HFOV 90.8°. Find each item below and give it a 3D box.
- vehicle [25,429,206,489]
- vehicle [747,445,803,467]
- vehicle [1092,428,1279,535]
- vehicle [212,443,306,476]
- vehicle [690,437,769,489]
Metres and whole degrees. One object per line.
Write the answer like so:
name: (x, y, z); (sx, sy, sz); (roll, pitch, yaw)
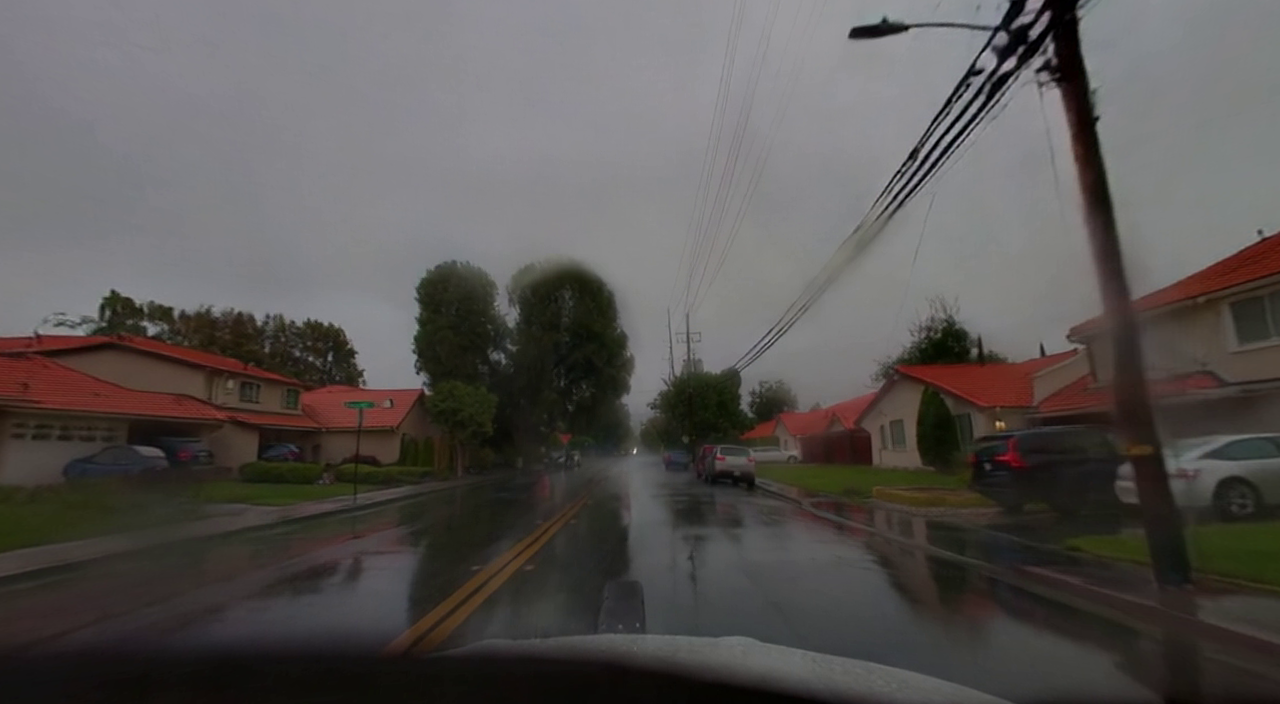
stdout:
vehicle: (-18.080, 3.720, 22.233); (2.034, 1.829, 5.161); (0, -9, -2)
vehicle: (10.155, 7.871, 47.744); (3.823, 1.613, 1.761); (0, -9, -1)
vehicle: (10.309, 1.993, 10.063); (4.625, 1.501, 2.011); (0, -9, 0)
vehicle: (-21.892, 6.155, 36.597); (2.139, 1.746, 5.099); (-1, -9, 2)
vehicle: (3.448, 4.408, 25.429); (2.114, 1.858, 5.144); (0, -9, -3)
